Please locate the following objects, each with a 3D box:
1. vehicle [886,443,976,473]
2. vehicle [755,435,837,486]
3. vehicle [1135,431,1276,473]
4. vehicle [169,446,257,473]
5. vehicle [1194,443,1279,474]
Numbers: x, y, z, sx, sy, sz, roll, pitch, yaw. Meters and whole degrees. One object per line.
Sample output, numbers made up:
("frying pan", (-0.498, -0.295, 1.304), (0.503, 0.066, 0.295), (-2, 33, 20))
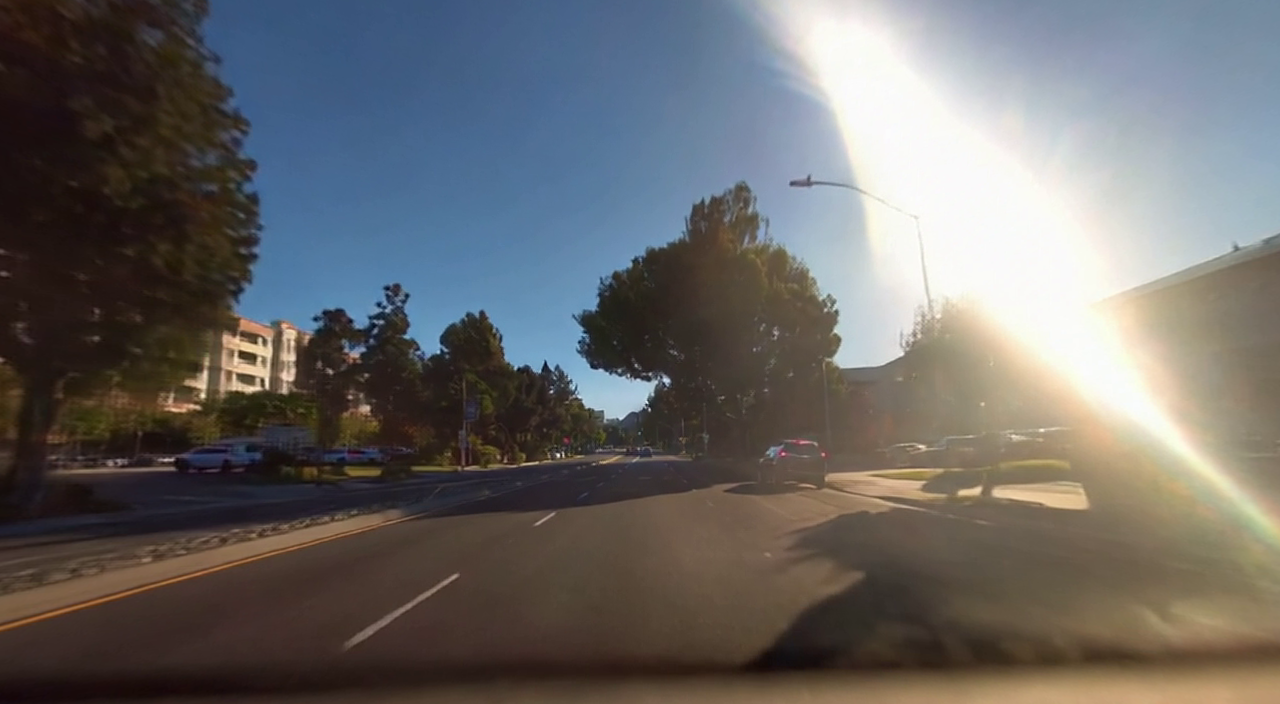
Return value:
("vehicle", (17.470, 6.366, 37.818), (4.421, 1.535, 1.869), (-2, -7, 2))
("vehicle", (7.126, 5.018, 29.441), (2.365, 2.138, 5.499), (0, -9, 0))
("vehicle", (32.183, 5.707, 35.887), (5.753, 2.022, 2.104), (-3, -8, 3))
("vehicle", (-26.301, 6.606, 38.762), (4.048, 1.601, 1.845), (0, -8, -2))
("vehicle", (31.783, 5.510, 32.487), (4.294, 1.533, 1.929), (0, -9, 0))
